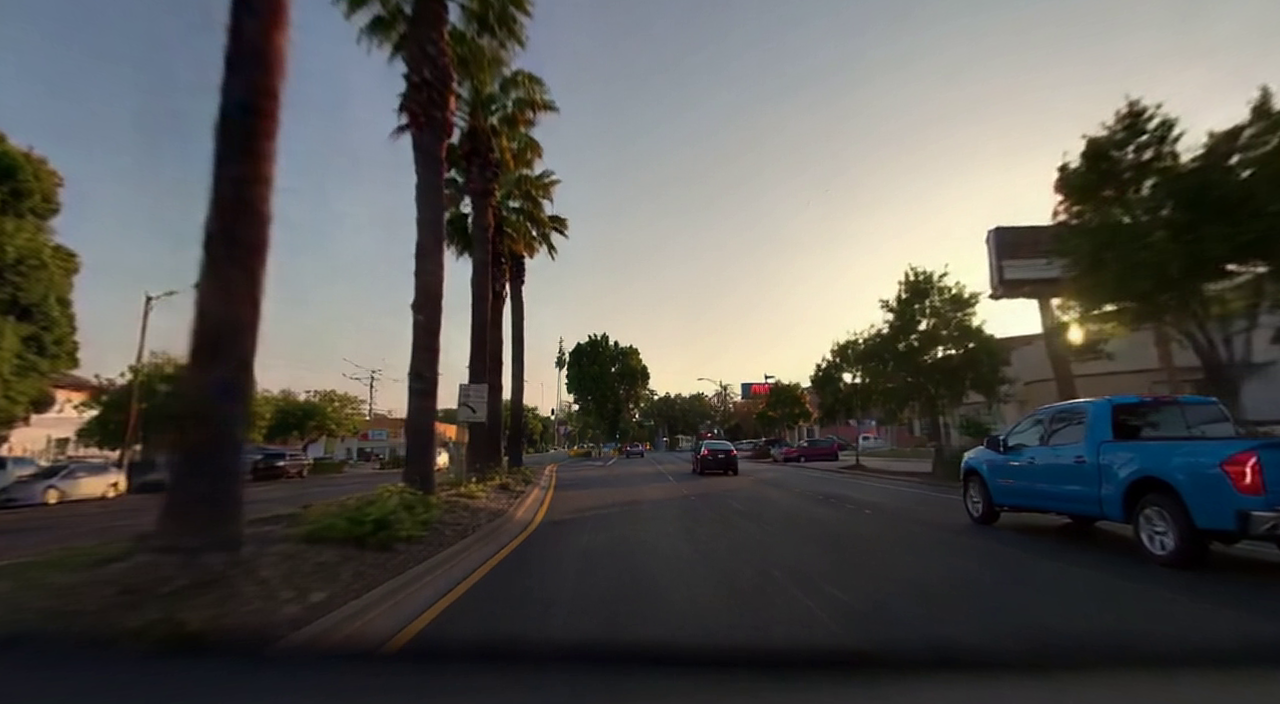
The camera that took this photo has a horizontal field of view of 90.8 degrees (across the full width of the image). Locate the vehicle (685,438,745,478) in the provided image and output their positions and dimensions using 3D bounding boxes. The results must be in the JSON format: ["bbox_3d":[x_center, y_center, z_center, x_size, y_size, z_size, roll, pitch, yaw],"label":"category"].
[{"bbox_3d":[3.148,4.549,27.257,1.889,1.541,4.303,1,-9,-2],"label":"vehicle"}]

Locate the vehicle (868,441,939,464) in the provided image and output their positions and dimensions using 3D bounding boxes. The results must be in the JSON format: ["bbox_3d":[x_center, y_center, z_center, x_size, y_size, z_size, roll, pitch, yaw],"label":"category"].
[{"bbox_3d":[18.664,7.169,44.828,4.245,1.481,1.899,-9,-15,39],"label":"vehicle"}]

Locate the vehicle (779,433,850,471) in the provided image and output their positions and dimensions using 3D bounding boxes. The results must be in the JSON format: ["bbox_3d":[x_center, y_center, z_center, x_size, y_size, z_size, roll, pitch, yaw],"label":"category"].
[{"bbox_3d":[10.238,5.970,37.709,2.417,2.061,5.980,0,-9,-1],"label":"vehicle"}]

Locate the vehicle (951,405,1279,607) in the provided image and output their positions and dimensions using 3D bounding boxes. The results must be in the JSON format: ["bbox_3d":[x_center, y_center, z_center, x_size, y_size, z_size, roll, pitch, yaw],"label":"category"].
[{"bbox_3d":[6.198,1.627,7.590,2.140,1.606,5.437,0,-9,0],"label":"vehicle"}]

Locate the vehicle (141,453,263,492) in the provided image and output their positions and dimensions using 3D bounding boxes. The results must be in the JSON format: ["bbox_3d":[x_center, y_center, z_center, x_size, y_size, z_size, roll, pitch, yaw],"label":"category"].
[{"bbox_3d":[-19.396,5.333,28.337,1.871,1.519,5.002,0,-9,0],"label":"vehicle"}]

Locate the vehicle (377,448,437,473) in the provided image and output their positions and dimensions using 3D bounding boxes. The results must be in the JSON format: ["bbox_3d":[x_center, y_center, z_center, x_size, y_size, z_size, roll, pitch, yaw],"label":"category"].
[{"bbox_3d":[-15.632,7.313,42.715,2.174,1.509,4.958,-1,-9,0],"label":"vehicle"}]

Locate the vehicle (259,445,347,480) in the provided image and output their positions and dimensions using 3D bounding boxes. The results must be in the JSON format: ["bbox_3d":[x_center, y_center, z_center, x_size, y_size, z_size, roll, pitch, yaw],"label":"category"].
[{"bbox_3d":[-19.103,6.263,36.119,2.066,1.825,5.291,0,-9,0],"label":"vehicle"}]

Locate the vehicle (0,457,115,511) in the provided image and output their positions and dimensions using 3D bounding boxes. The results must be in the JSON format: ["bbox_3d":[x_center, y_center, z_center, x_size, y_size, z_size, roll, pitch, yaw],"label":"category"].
[{"bbox_3d":[-19.336,4.043,19.674,1.900,1.481,4.684,0,-9,0],"label":"vehicle"}]
